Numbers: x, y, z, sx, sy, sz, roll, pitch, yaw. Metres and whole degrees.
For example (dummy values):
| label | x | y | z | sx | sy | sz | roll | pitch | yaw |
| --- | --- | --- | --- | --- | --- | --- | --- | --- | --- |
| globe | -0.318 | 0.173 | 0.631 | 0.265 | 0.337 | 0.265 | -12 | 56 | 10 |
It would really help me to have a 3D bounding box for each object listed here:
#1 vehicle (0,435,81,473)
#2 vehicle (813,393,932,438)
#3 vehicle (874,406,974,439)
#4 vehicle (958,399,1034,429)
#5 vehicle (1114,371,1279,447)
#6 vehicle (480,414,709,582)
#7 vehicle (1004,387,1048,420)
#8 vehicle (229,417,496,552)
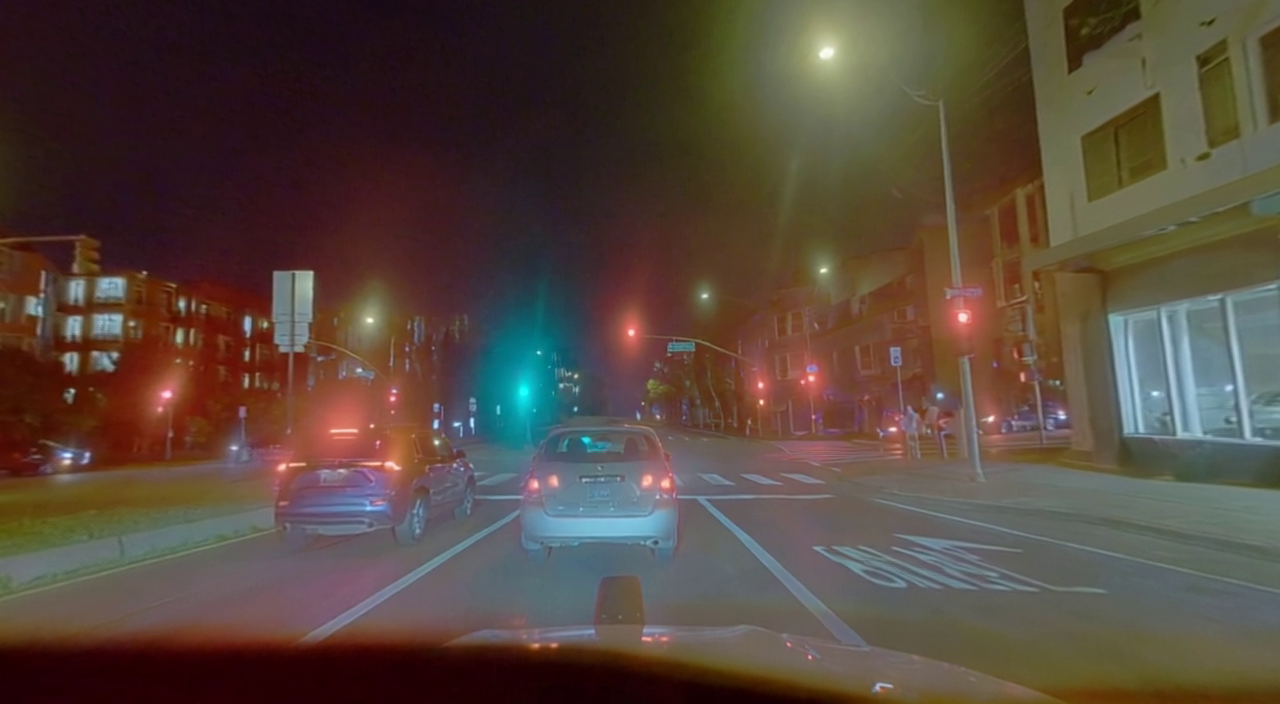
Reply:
| label | x | y | z | sx | sy | sz | roll | pitch | yaw |
| --- | --- | --- | --- | --- | --- | --- | --- | --- | --- |
| vehicle | -32.418 | 5.328 | 33.033 | 4.280 | 1.857 | 2.136 | 0 | -8 | 1 |
| vehicle | 13.784 | 3.849 | 37.493 | 6.541 | 2.480 | 2.259 | 3 | -9 | -19 |
| vehicle | 15.112 | 3.800 | 33.625 | 4.775 | 1.604 | 1.915 | 3 | -9 | -20 |
| vehicle | 21.161 | 3.740 | 37.482 | 5.017 | 1.542 | 2.055 | 7 | -11 | -38 |
| vehicle | 21.692 | 2.220 | 23.985 | 5.756 | 2.653 | 2.403 | 1 | -9 | -11 |
| vehicle | -0.428 | 1.622 | 7.790 | 2.082 | 1.520 | 3.896 | 0 | -8 | 0 |
| vehicle | 27.041 | 3.661 | 44.156 | 2.152 | 1.993 | 5.078 | -6 | -10 | 34 |
| vehicle | -3.696 | 1.852 | 9.519 | 1.934 | 1.522 | 4.464 | 0 | -8 | 1 |
